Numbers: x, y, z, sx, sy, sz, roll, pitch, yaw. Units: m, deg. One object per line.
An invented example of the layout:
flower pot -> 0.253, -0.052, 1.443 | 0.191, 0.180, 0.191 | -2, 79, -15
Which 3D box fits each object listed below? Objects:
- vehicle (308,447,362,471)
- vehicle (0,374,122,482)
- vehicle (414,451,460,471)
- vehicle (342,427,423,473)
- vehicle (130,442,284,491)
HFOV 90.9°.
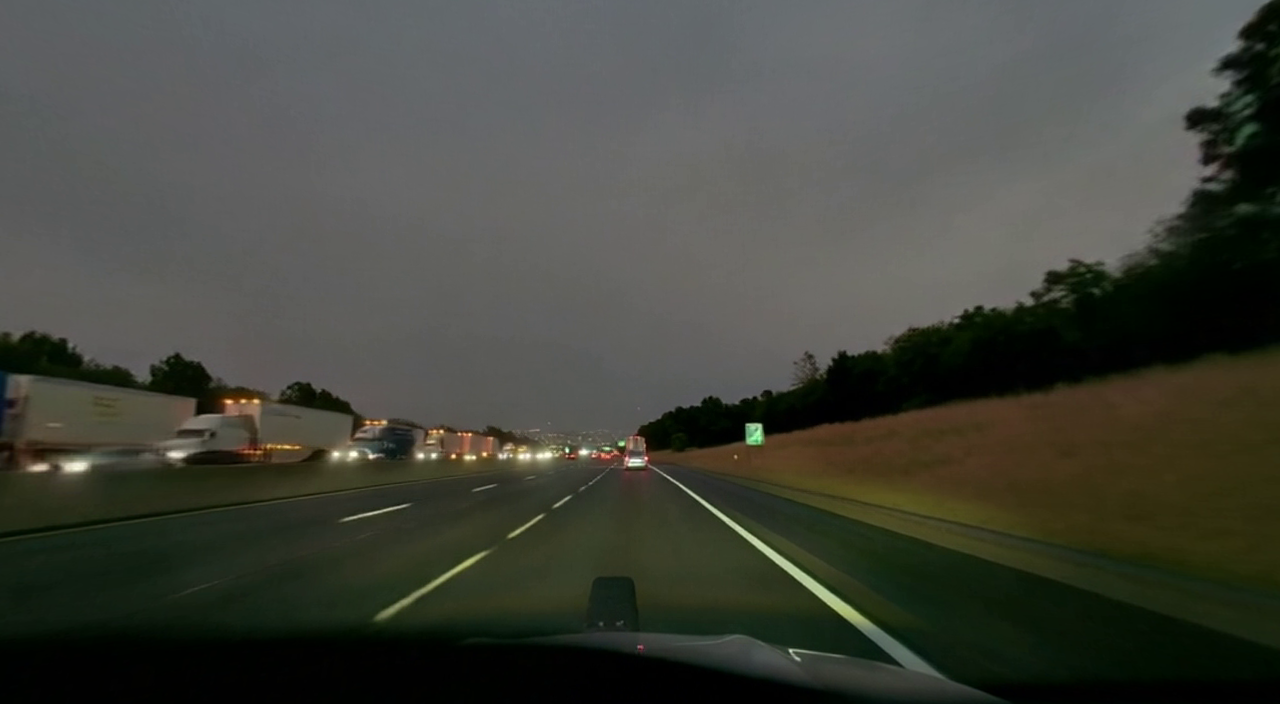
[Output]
vehicle -> -19.552, 6.864, 40.558 | 1.651, 1.481, 3.625 | 0, -9, 0
vehicle -> -23.781, 2.628, 21.809 | 2.893, 3.701, 10.393 | 0, -9, -1
vehicle -> -15.348, 8.266, 47.862 | 1.863, 1.438, 4.669 | 0, -9, 0
vehicle -> -14.973, 5.766, 37.094 | 2.382, 2.437, 5.706 | 0, -9, -1
vehicle -> -14.588, 3.890, 21.655 | 1.935, 1.486, 4.694 | 0, -9, 0
